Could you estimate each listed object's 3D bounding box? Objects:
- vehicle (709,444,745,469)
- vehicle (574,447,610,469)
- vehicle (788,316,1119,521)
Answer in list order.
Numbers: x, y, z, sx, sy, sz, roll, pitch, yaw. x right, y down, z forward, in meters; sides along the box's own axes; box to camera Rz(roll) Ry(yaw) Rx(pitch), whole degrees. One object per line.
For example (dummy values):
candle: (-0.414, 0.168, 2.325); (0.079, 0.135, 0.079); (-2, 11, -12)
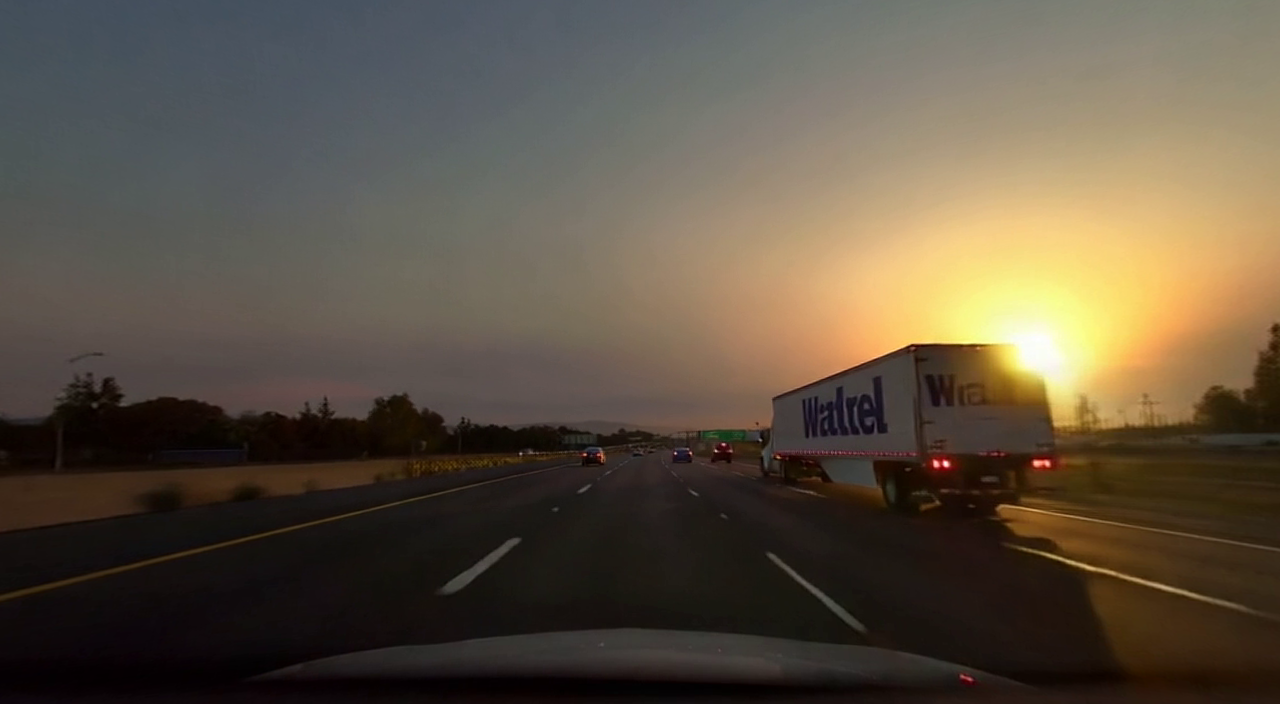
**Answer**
vehicle: (6.411, 7.738, 46.896); (2.188, 1.727, 4.381); (0, -9, 2)
vehicle: (-3.369, 7.589, 45.251); (2.164, 1.507, 4.748); (0, -9, 1)
vehicle: (8.109, 2.474, 20.505); (2.912, 4.143, 15.538); (0, -9, 0)
